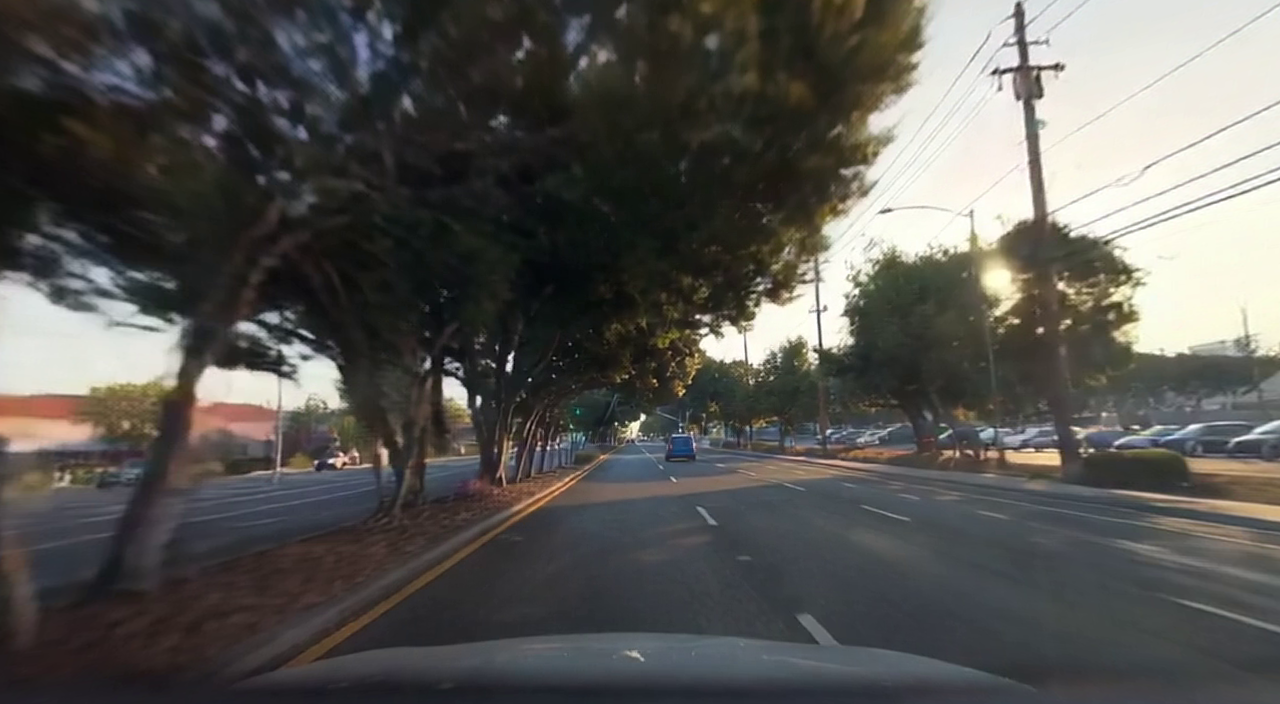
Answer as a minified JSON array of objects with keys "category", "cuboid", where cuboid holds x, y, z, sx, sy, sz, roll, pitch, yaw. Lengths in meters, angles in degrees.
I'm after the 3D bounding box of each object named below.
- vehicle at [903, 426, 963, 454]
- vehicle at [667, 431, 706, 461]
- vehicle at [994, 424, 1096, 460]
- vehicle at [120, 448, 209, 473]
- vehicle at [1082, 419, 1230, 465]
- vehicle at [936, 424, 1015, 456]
[{"category":"vehicle","cuboid":[19.985,6.055,43.278,1.939,1.753,4.469,0,-8,0]},{"category":"vehicle","cuboid":[2.970,6.116,40.989,2.086,1.803,4.607,0,-8,-1]},{"category":"vehicle","cuboid":[20.169,4.535,31.763,2.021,1.640,4.620,0,-8,-1]},{"category":"vehicle","cuboid":[-34.572,7.867,46.043,4.598,1.717,2.289,0,-8,-1]},{"category":"vehicle","cuboid":[20.311,3.600,25.213,1.896,1.656,4.653,0,-8,-1]},{"category":"vehicle","cuboid":[19.964,5.272,37.839,1.941,1.784,4.967,0,-8,-1]}]
